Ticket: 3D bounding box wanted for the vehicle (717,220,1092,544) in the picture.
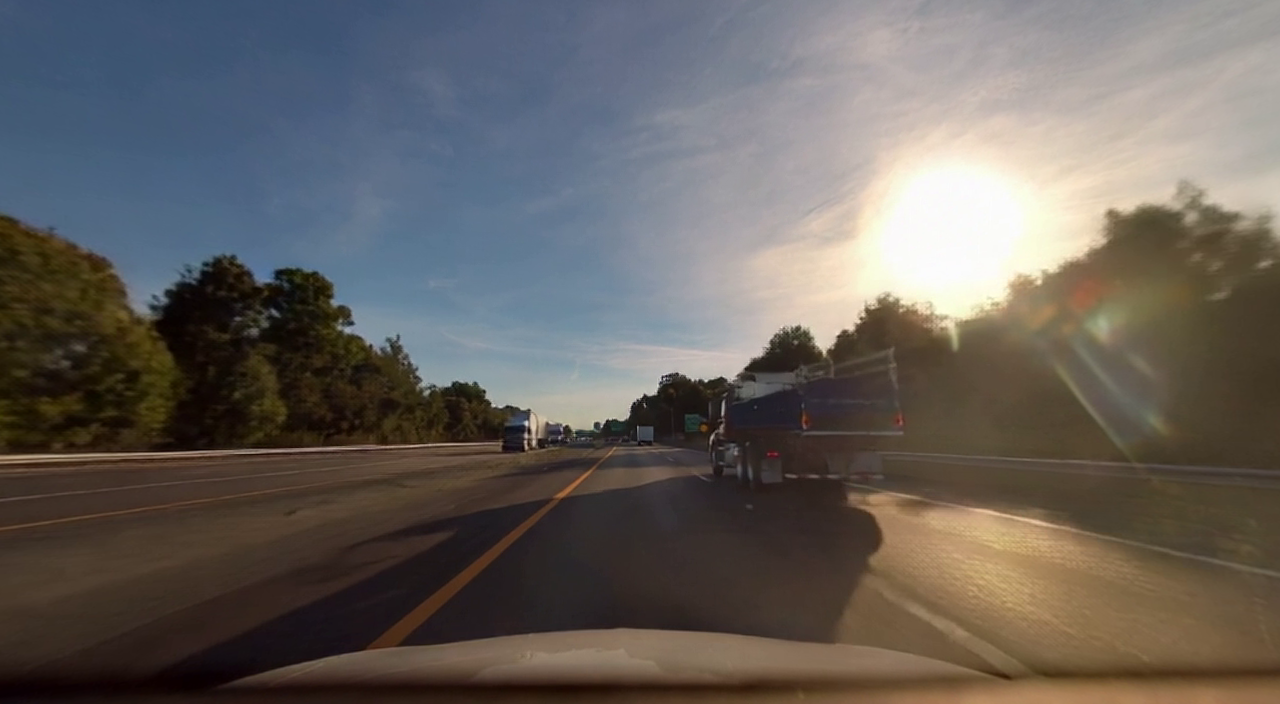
[{"bbox_3d":[3.840,1.026,13.121,2.911,3.994,10.840,0,-8,-1],"label":"vehicle"}]
